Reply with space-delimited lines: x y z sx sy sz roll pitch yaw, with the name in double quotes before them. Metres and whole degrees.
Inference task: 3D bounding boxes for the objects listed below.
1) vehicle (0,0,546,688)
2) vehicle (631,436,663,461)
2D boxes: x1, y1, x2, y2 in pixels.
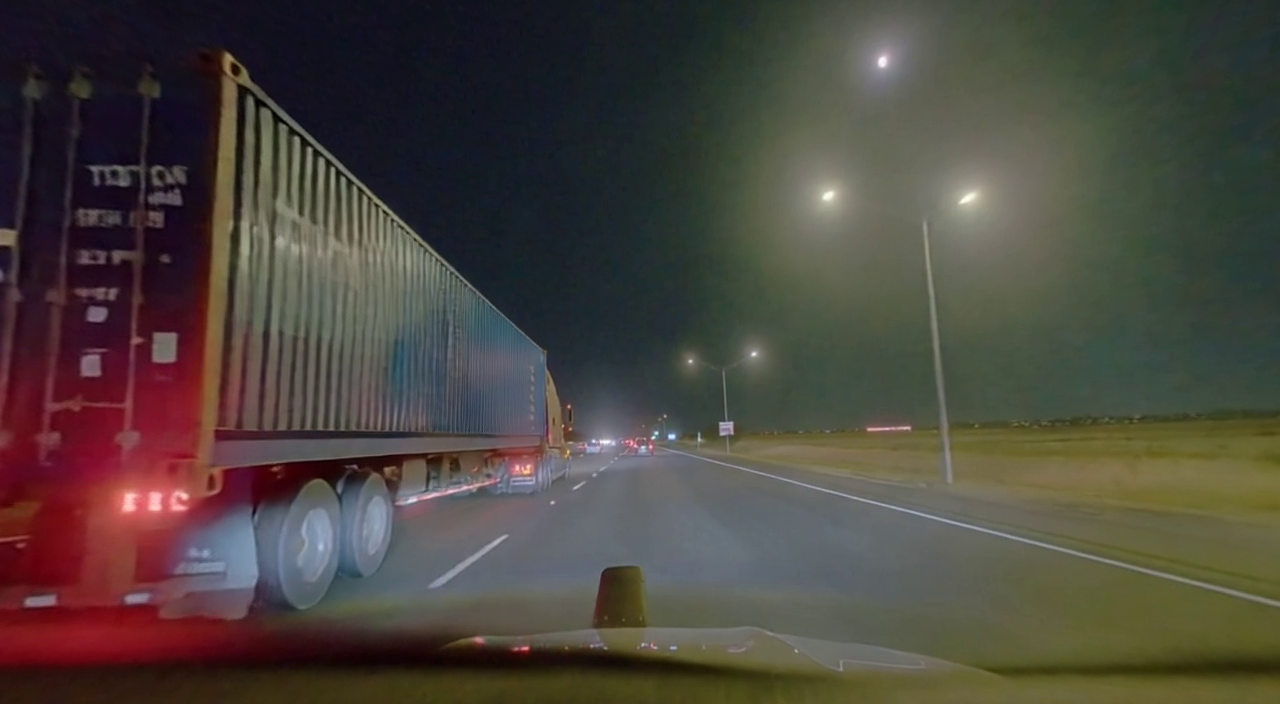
"vehicle" -3.997 0.720 10.192 2.840 4.032 13.388 0 -8 0
"vehicle" 0.450 6.813 44.603 2.136 1.718 4.157 0 -8 0
